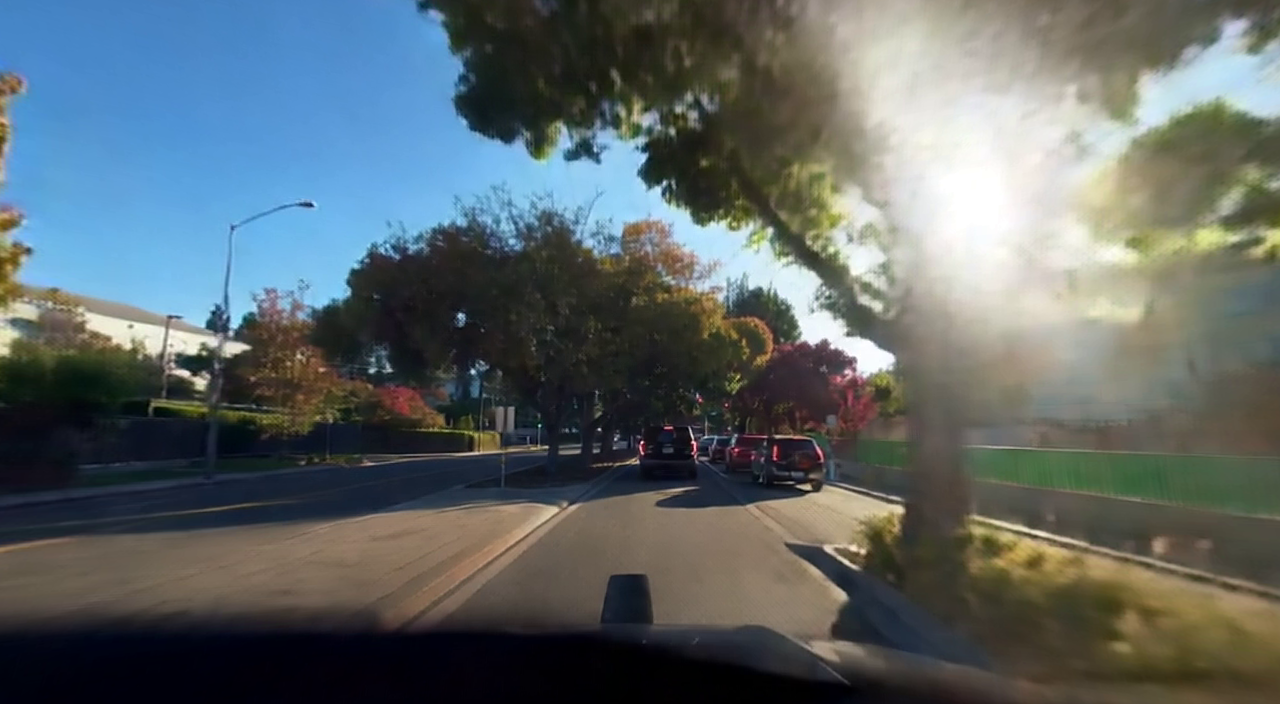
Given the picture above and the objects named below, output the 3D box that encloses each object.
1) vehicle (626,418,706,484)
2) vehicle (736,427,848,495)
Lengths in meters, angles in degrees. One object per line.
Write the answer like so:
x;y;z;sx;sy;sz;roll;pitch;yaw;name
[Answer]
0.873;3.284;21.014;2.386;1.947;4.168;-1;-8;3;vehicle
4.236;3.132;18.436;2.138;1.699;4.852;0;-8;1;vehicle
